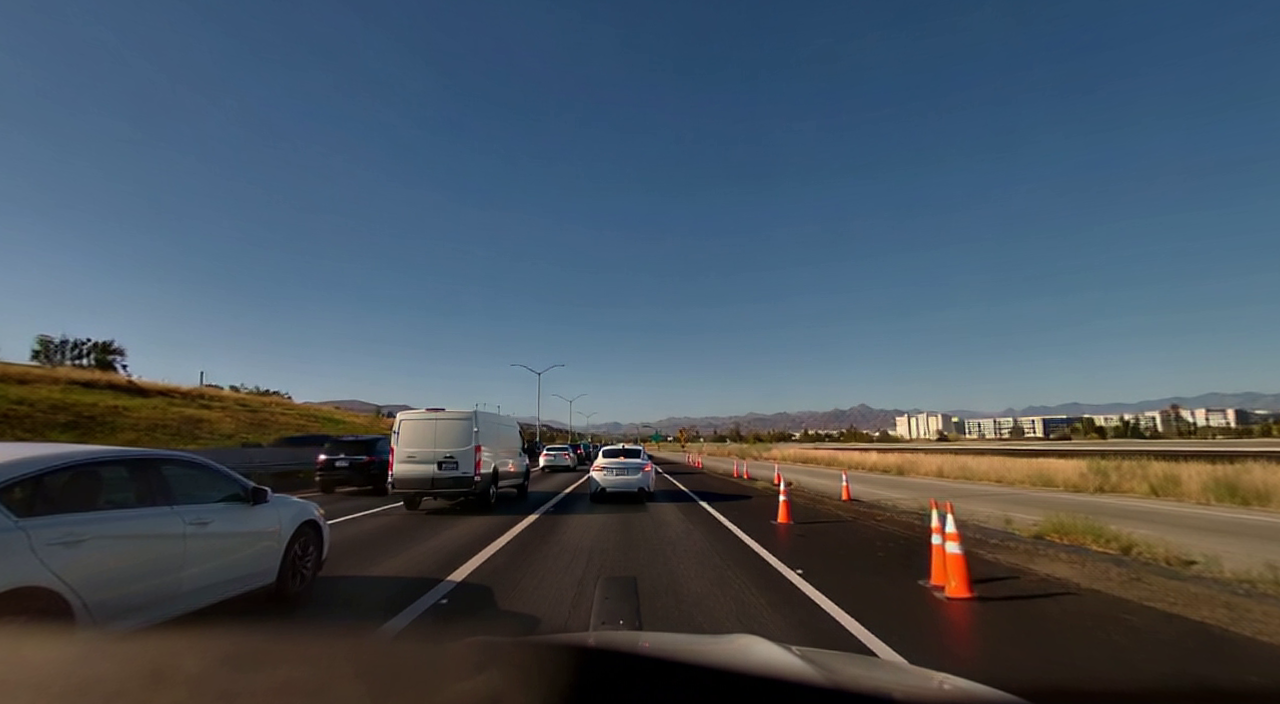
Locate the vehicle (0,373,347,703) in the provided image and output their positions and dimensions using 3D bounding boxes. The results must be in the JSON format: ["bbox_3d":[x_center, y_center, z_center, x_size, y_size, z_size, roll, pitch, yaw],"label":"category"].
[{"bbox_3d":[-3.888,1.053,3.835,2.041,1.604,4.384,0,-9,1],"label":"vehicle"}]

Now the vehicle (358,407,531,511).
[{"bbox_3d":[-4.294,2.514,15.209,2.324,2.012,5.740,0,-9,0],"label":"vehicle"}]

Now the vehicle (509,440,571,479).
[{"bbox_3d":[-3.995,4.353,25.901,1.824,1.459,4.007,0,-9,1],"label":"vehicle"}]

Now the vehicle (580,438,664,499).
[{"bbox_3d":[-0.473,3.160,17.594,2.069,1.484,3.918,0,-9,-1],"label":"vehicle"}]
